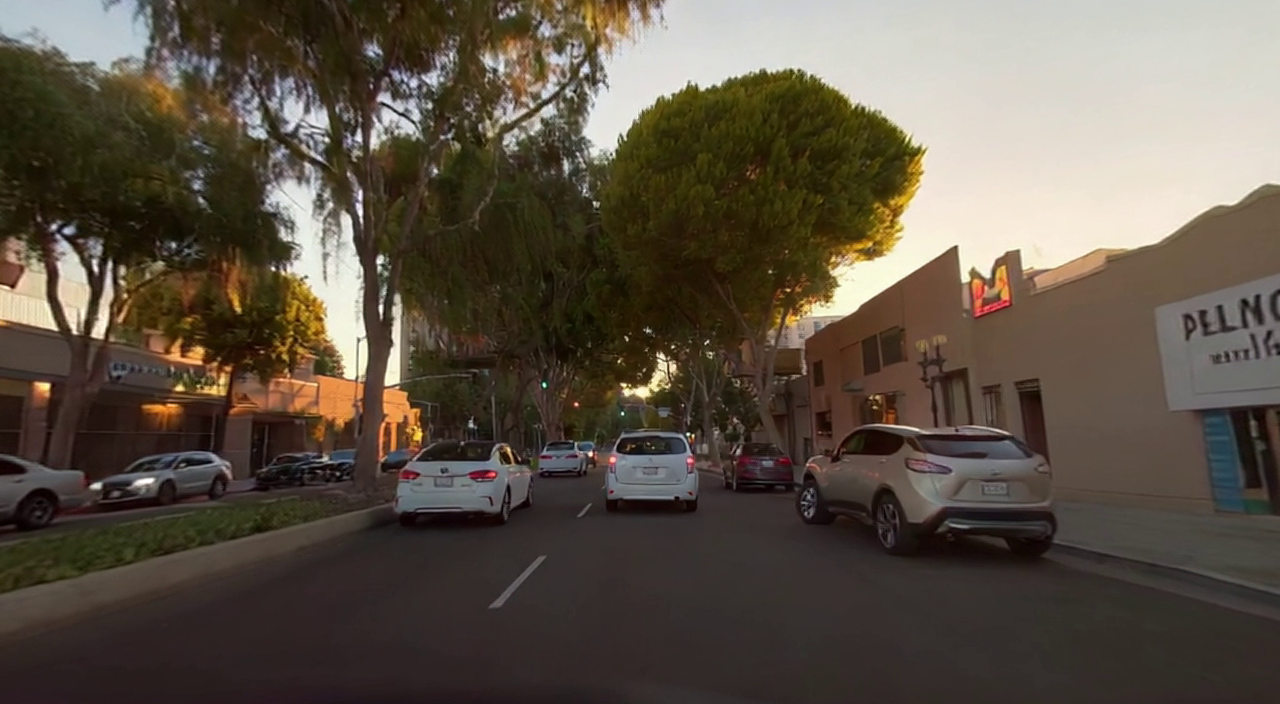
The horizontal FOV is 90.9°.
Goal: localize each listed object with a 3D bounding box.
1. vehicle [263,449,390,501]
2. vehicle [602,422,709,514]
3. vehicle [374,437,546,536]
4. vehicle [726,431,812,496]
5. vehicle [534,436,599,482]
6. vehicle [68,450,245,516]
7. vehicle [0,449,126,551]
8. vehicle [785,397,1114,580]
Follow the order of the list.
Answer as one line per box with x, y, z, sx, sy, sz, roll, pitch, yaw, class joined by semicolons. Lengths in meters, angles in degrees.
-10.832;4.229;22.231;2.158;1.494;4.480;-3;-9;1;vehicle
0.305;2.572;14.353;2.075;1.770;4.018;0;-8;0;vehicle
-3.046;2.359;11.712;1.908;1.474;4.257;0;-8;0;vehicle
4.058;3.570;20.535;2.025;1.813;4.372;1;-8;2;vehicle
-3.055;4.554;27.150;2.135;1.806;4.514;0;-8;1;vehicle
-14.437;3.886;19.219;2.056;1.619;4.270;-3;-8;-1;vehicle
-10.640;2.236;9.373;2.041;1.500;4.684;-2;-8;0;vehicle
4.017;1.899;9.730;2.038;1.865;5.786;3;-9;-1;vehicle
